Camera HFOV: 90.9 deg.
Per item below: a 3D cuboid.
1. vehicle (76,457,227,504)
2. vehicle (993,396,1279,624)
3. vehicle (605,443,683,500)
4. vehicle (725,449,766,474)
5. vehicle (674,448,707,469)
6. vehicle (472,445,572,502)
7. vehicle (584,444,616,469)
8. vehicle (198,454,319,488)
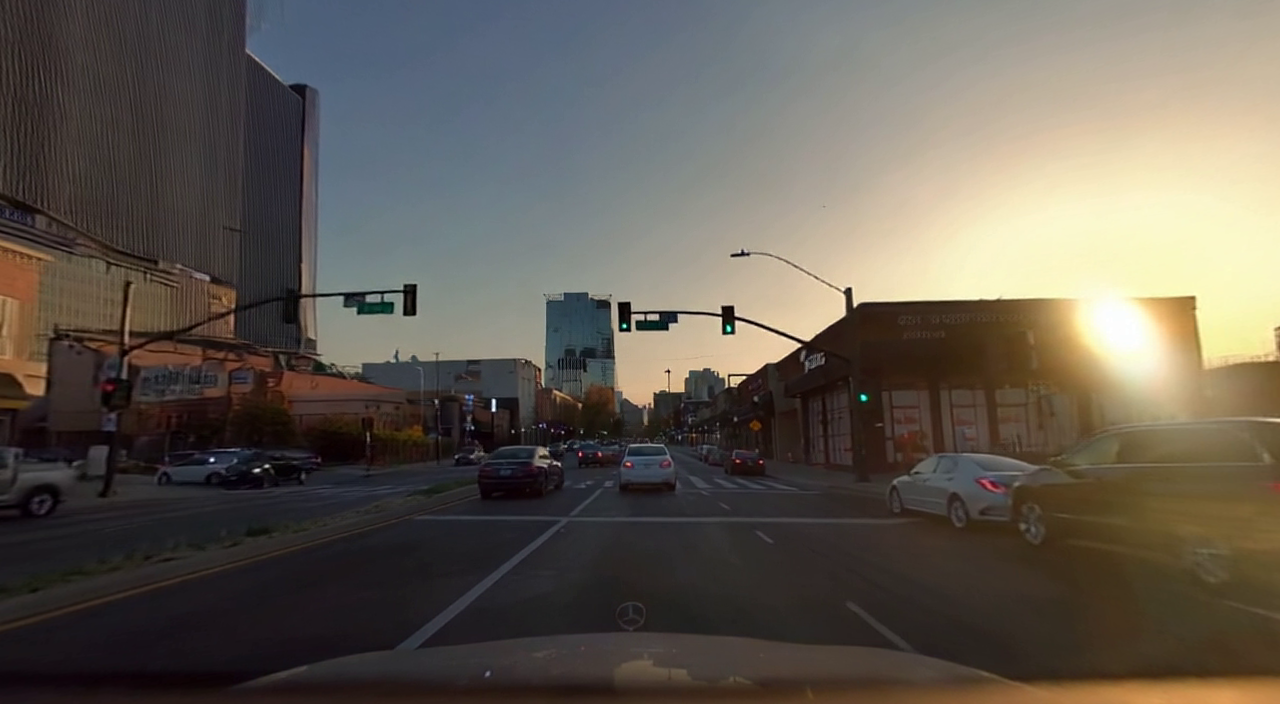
[{"bbox_3d":[-17.237,4.518,22.599,1.774,1.436,4.473,0,-8,1],"label":"vehicle"},{"bbox_3d":[6.488,1.552,6.851,2.289,1.867,5.322,0,-8,1],"label":"vehicle"},{"bbox_3d":[0.117,3.449,18.654,2.037,1.484,4.073,0,-8,0],"label":"vehicle"},{"bbox_3d":[6.876,7.163,41.497,1.944,1.462,4.406,0,-8,0],"label":"vehicle"},{"bbox_3d":[3.672,7.862,46.685,2.047,1.463,4.514,0,-8,0],"label":"vehicle"},{"bbox_3d":[-3.289,3.454,18.433,1.950,1.450,4.257,0,-8,2],"label":"vehicle"},{"bbox_3d":[-2.894,7.635,46.138,2.007,1.736,4.185,0,-8,1],"label":"vehicle"},{"bbox_3d":[-18.873,5.847,31.248,5.163,1.510,2.174,-3,-9,17],"label":"vehicle"}]
